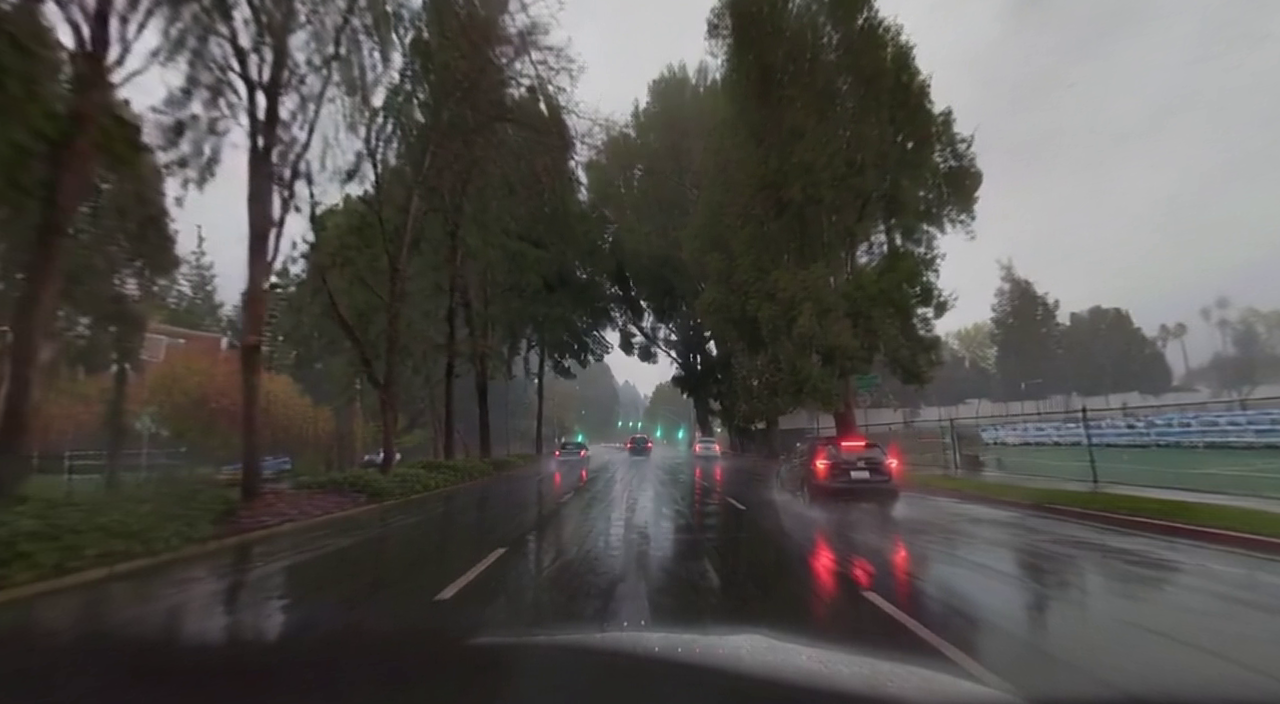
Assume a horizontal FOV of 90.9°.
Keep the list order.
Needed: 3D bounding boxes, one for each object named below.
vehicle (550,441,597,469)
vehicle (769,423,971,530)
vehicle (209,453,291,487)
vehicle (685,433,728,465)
[{"bbox_3d":[-3.460,5.447,33.503,2.013,1.354,3.908,0,-8,1],"label":"vehicle"},{"bbox_3d":[3.700,2.078,11.091,1.919,1.502,4.232,0,-8,-1],"label":"vehicle"},{"bbox_3d":[-22.578,6.797,36.718,1.959,1.733,4.681,0,-8,-3],"label":"vehicle"},{"bbox_3d":[3.815,5.683,37.028,1.980,1.709,4.367,0,-8,-1],"label":"vehicle"}]
